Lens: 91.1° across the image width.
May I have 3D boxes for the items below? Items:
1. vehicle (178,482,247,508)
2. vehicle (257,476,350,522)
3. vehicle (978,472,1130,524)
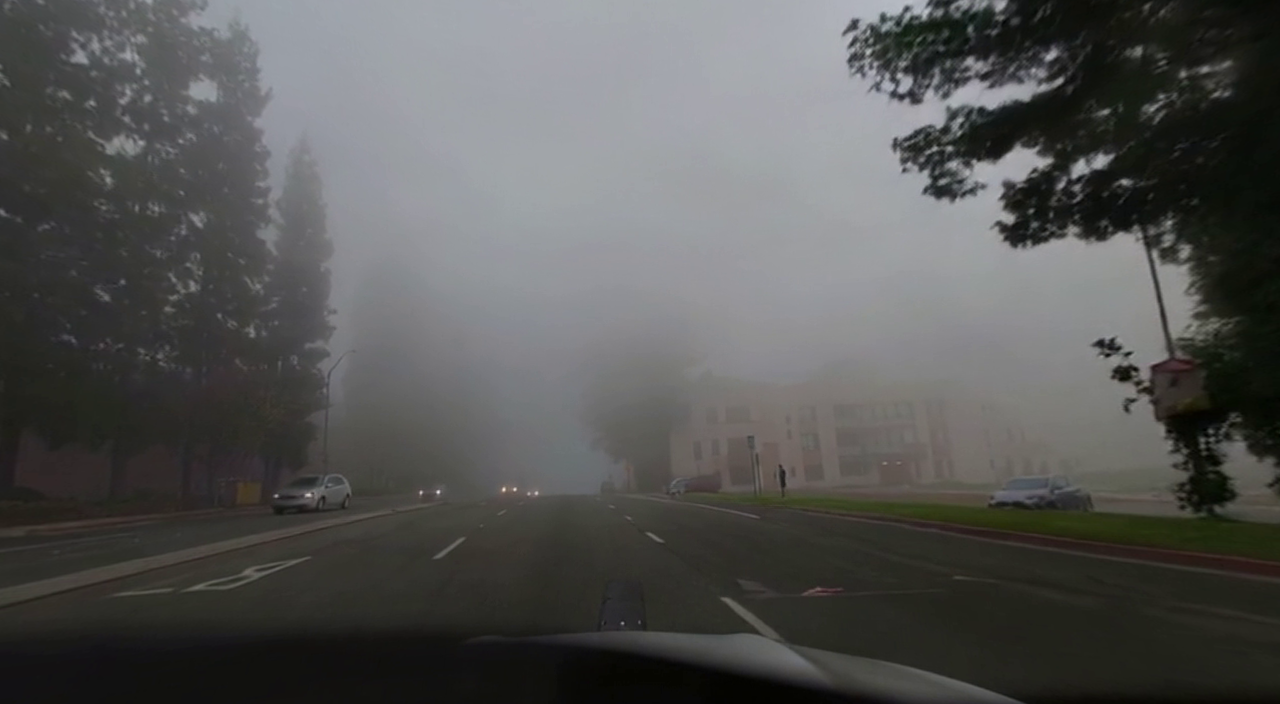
[{"bbox_3d":[-33.488,11.257,49.256,3.770,1.737,2.102,-1,-15,-9],"label":"vehicle"},{"bbox_3d":[-14.590,6.363,27.543,2.060,1.618,4.203,1,-9,-5],"label":"vehicle"},{"bbox_3d":[14.751,5.264,22.511,4.030,1.483,1.859,-2,-16,-5],"label":"vehicle"}]
